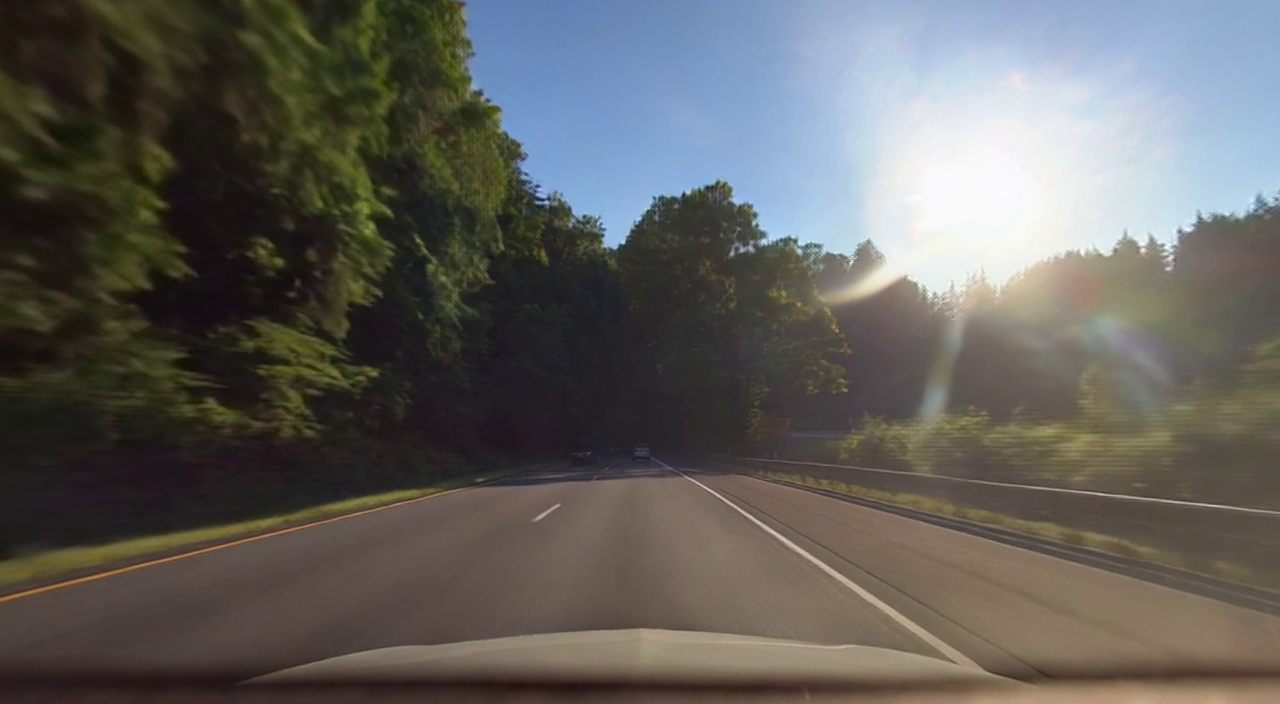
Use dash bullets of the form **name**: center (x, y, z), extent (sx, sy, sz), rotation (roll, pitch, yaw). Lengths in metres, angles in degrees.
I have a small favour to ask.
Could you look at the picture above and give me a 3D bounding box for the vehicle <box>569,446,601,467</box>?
- **vehicle**: center (-4.177, 8.055, 48.571), extent (2.112, 1.498, 4.117), rotation (0, -9, 0)
